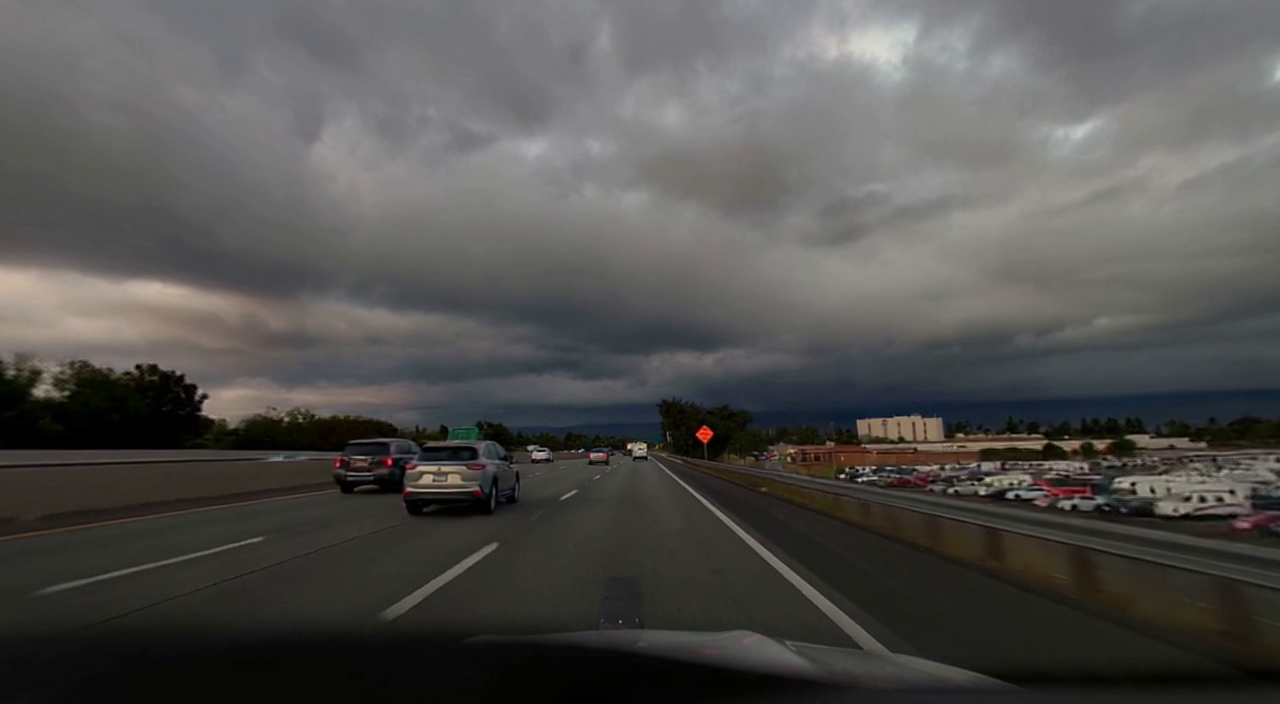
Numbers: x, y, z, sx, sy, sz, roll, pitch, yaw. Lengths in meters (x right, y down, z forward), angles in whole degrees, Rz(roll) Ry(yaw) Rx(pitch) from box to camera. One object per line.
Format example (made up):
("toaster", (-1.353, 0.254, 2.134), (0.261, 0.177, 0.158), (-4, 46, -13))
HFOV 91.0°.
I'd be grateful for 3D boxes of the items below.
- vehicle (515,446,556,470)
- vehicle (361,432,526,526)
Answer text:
("vehicle", (-7.454, 7.615, 45.389), (2.046, 1.644, 4.422), (0, -9, 1))
("vehicle", (-3.921, 2.601, 13.484), (2.070, 1.665, 4.213), (0, -9, 1))
